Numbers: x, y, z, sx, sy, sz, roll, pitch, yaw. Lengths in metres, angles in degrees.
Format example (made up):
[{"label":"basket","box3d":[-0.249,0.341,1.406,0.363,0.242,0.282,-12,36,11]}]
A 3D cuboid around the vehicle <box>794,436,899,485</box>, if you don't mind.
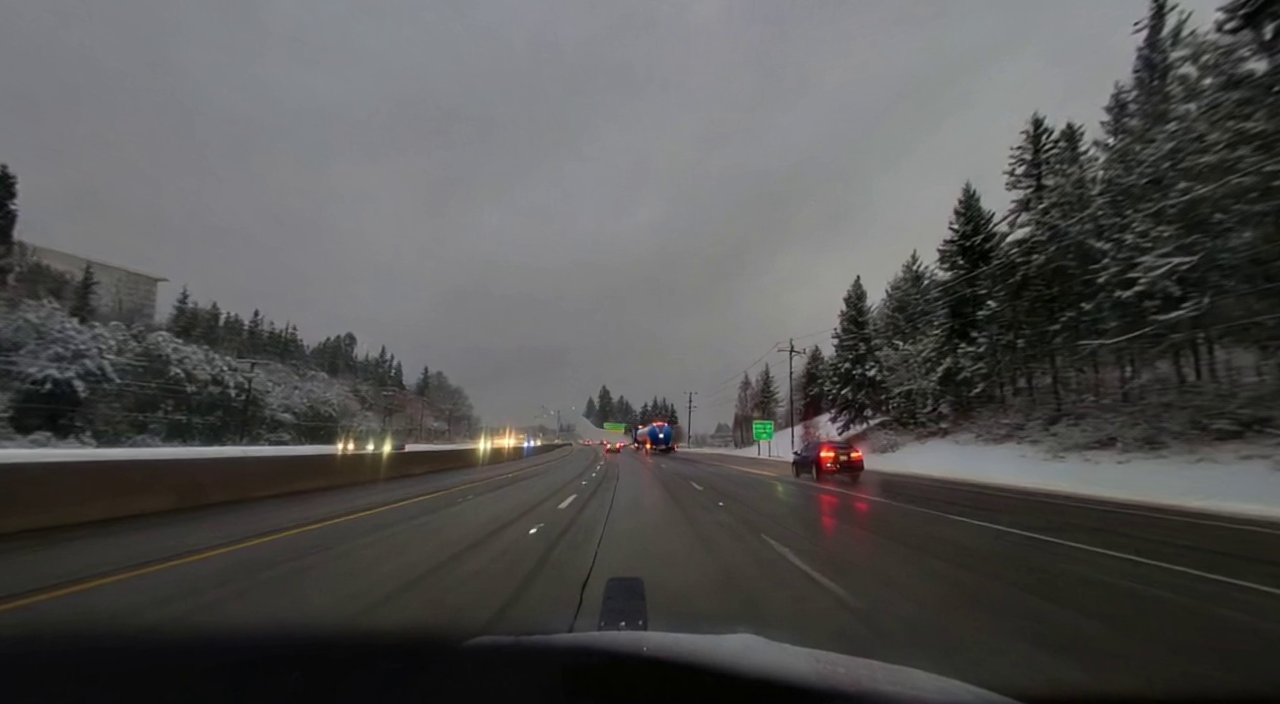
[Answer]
[{"label":"vehicle","box3d":[6.883,3.658,21.601,1.905,1.480,4.624,0,-8,-2]}]
